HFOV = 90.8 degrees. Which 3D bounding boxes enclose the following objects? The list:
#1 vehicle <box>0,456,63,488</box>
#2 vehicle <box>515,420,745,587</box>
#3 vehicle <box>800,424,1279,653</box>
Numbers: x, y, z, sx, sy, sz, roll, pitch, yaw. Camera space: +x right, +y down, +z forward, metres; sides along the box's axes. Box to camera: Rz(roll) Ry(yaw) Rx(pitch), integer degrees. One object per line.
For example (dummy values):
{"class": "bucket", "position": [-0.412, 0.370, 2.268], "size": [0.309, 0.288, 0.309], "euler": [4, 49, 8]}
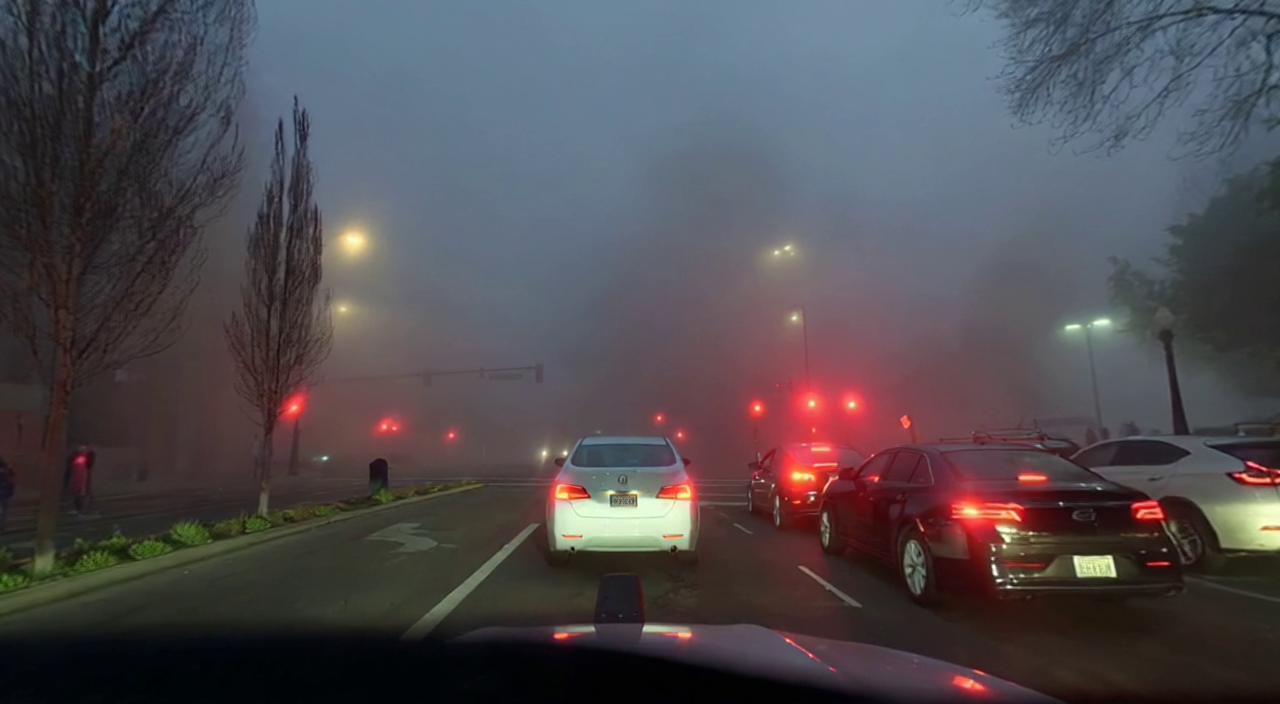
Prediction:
{"class": "vehicle", "position": [-31.727, 5.994, 31.559], "size": [1.913, 1.531, 4.000], "euler": [-9, -12, 43]}
{"class": "vehicle", "position": [-0.132, 1.701, 7.912], "size": [2.118, 1.512, 4.013], "euler": [0, -9, -1]}
{"class": "vehicle", "position": [3.215, 1.550, 6.427], "size": [1.912, 1.454, 4.537], "euler": [0, -9, -1]}
